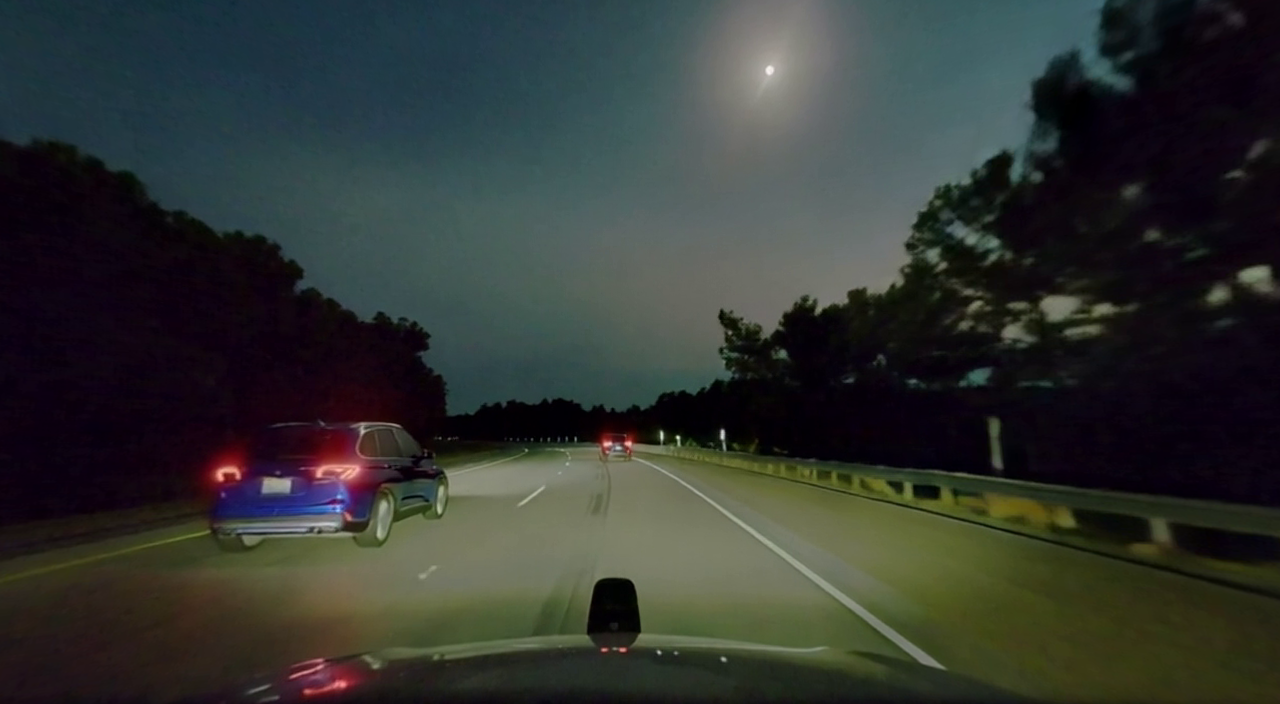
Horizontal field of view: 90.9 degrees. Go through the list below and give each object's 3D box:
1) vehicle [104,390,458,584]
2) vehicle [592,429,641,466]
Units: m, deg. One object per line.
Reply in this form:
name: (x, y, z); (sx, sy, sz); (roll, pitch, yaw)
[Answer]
vehicle: (-4.167, 1.626, 8.543); (2.053, 1.847, 4.760); (0, -8, -1)
vehicle: (-1.347, 5.071, 33.691); (2.452, 1.857, 4.022); (0, -8, -4)
